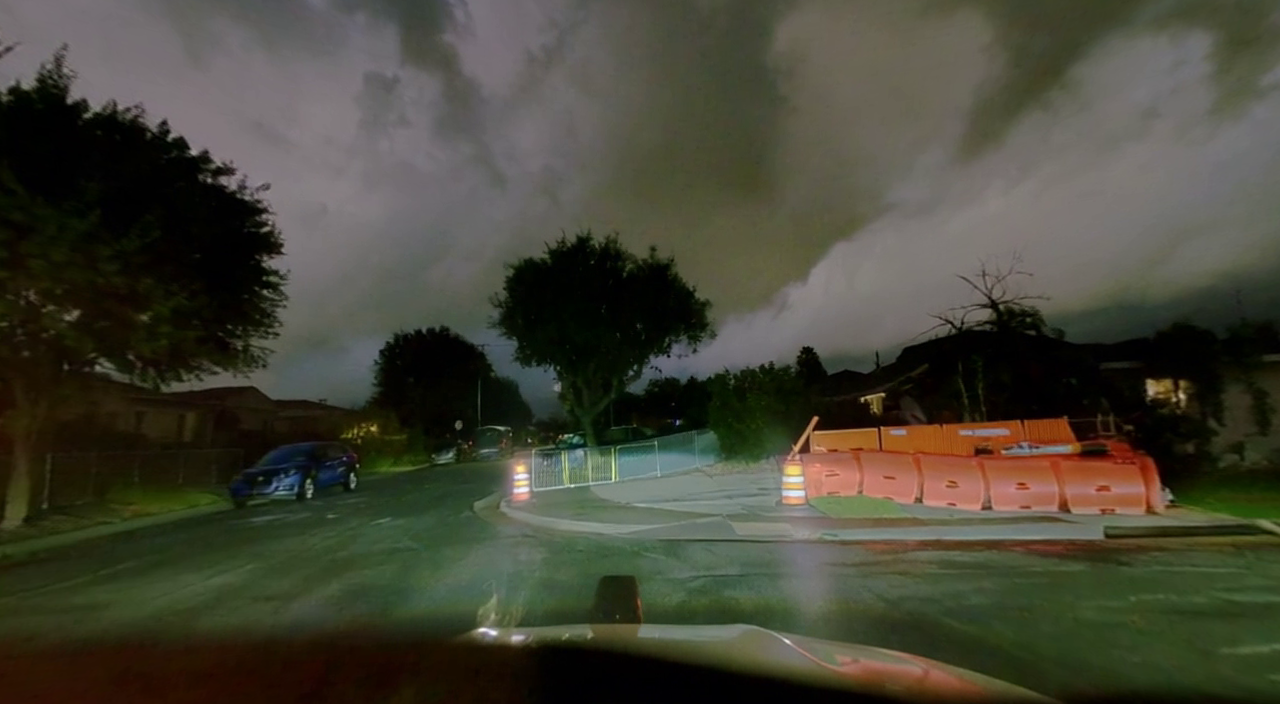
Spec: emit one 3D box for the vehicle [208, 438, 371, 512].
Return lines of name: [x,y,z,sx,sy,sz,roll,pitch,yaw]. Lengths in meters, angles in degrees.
vehicle: [-8.341,2.893,15.482,1.899,1.524,4.082,0,-8,-5]

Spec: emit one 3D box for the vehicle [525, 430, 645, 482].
vehicle: [-1.625,3.223,19.955,1.827,1.436,4.070,-4,-9,28]

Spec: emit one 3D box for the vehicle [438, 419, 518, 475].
vehicle: [-6.274,3.716,24.971,2.219,1.984,4.712,0,-8,-4]
